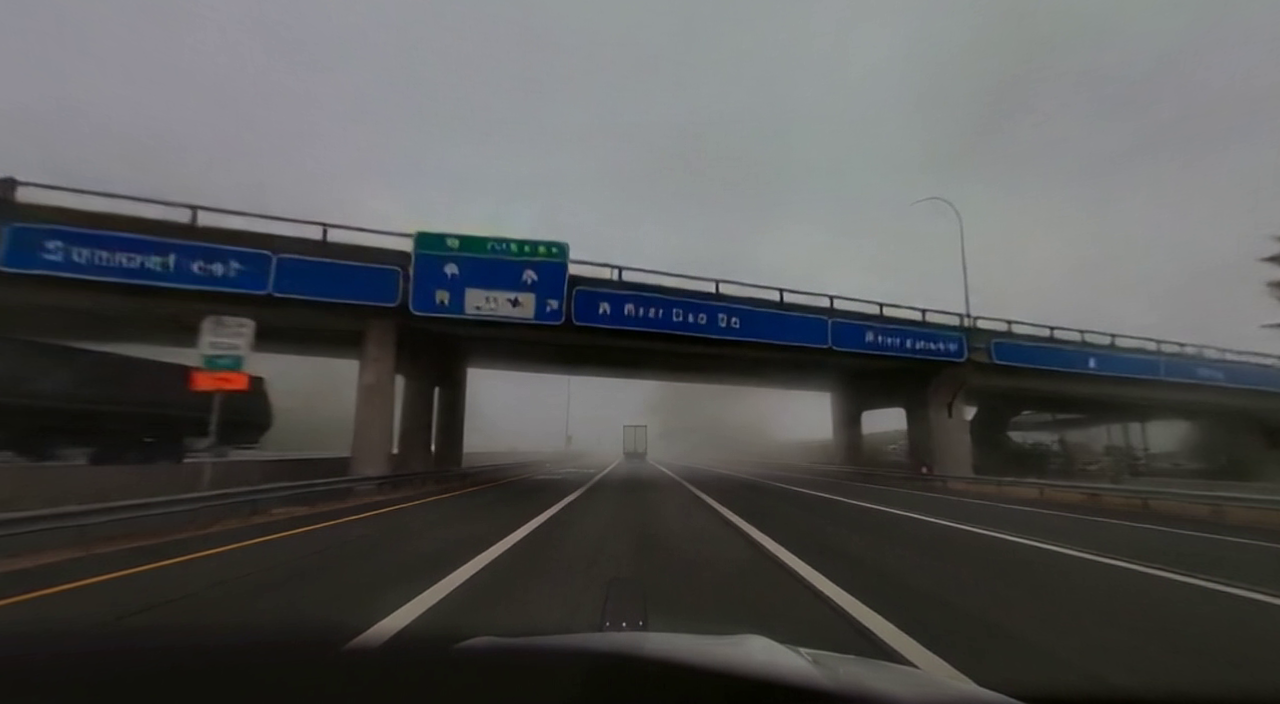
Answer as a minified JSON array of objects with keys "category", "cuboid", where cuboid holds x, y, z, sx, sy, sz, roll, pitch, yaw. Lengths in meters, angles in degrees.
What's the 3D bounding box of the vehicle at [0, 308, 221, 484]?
[{"category":"vehicle","cuboid":[-15.830,0.932,13.825,2.913,3.891,14.844,0,-9,1]}]
